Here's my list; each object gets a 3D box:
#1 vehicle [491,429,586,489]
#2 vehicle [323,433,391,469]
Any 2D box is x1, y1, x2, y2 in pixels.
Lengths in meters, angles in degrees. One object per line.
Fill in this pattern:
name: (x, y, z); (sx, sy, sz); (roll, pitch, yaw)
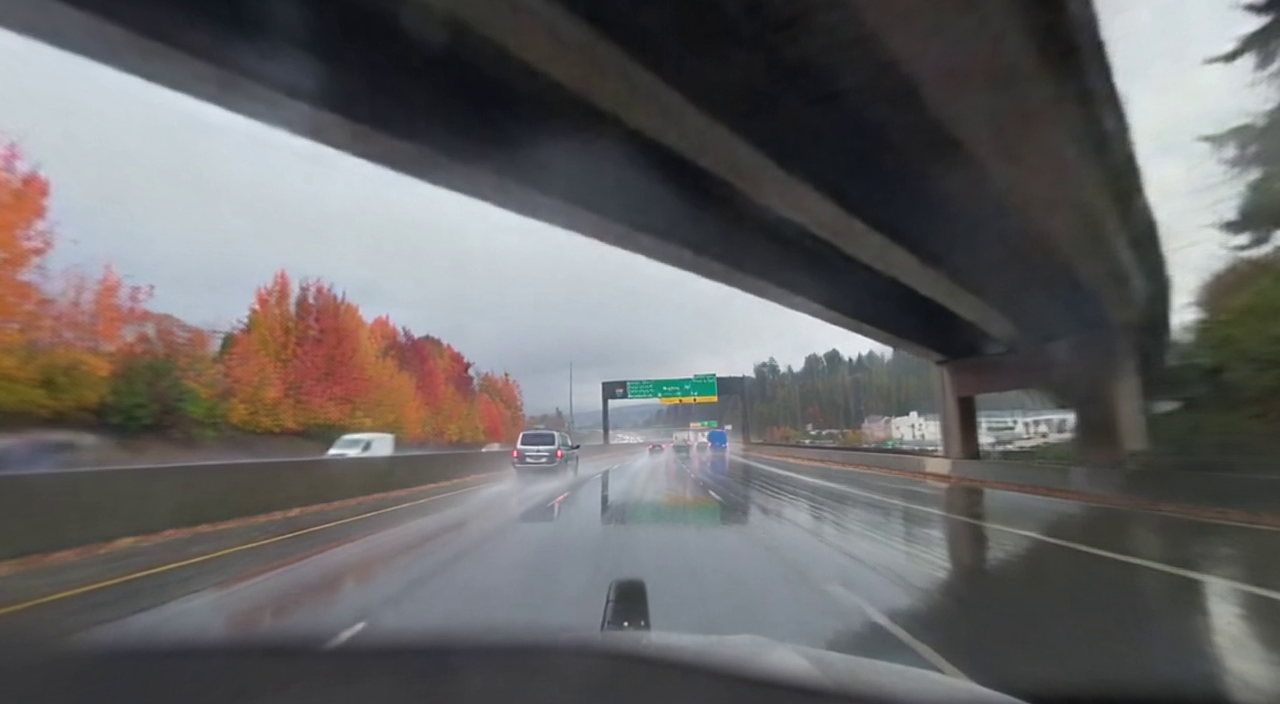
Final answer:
vehicle: (-3.107, 3.395, 20.309); (2.177, 1.707, 4.432); (0, -8, 2)
vehicle: (-22.128, 7.773, 49.495); (2.310, 2.609, 5.912); (-1, -8, 3)
